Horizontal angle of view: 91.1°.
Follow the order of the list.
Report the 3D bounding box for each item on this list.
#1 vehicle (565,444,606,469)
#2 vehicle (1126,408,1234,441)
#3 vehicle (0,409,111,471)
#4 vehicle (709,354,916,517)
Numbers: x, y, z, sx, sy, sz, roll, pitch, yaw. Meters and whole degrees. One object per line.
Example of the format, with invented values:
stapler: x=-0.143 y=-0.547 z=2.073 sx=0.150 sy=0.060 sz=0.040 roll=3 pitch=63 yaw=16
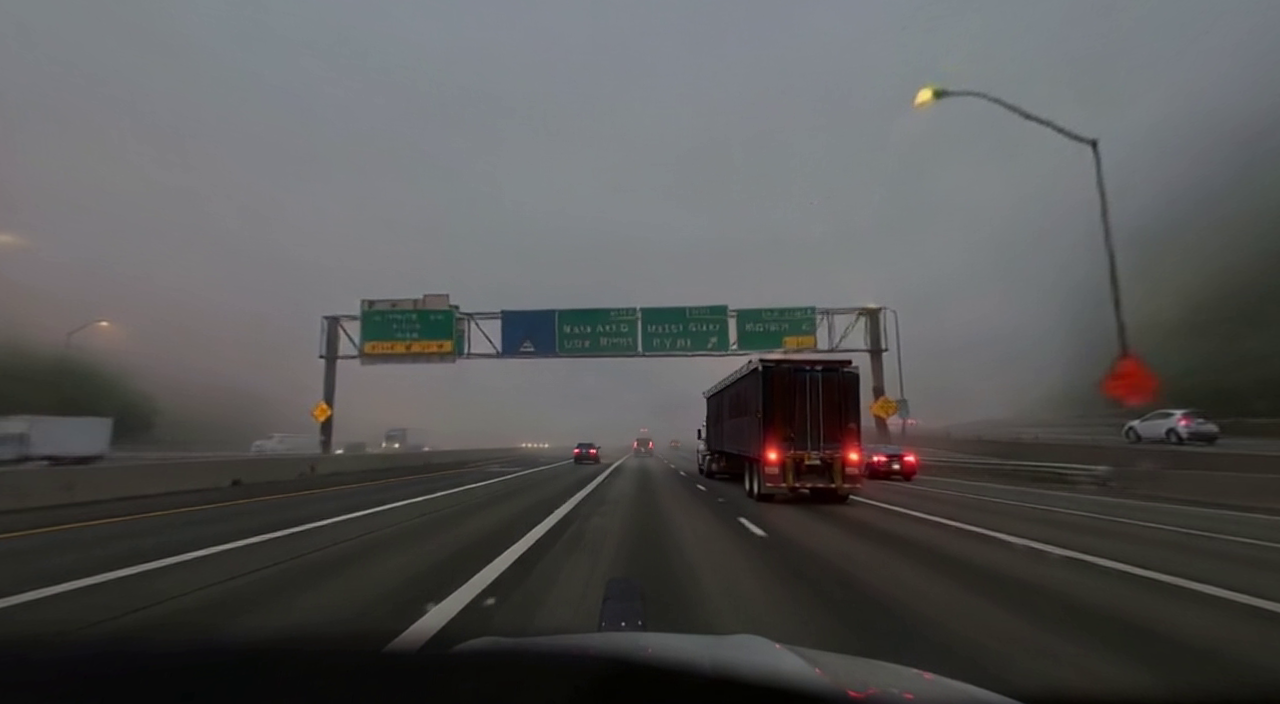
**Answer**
vehicle: x=-3.466 y=6.738 z=40.649 sx=2.143 sy=1.529 sz=4.918 roll=0 pitch=-9 yaw=1
vehicle: x=28.762 y=3.917 z=33.626 sx=1.928 sy=1.603 sz=4.315 roll=2 pitch=-7 yaw=-1
vehicle: x=-33.802 y=4.842 z=34.418 sx=2.918 sy=3.123 sz=7.412 roll=0 pitch=-9 yaw=0
vehicle: x=4.152 y=2.499 z=18.399 sx=3.049 sy=3.395 sz=10.595 roll=0 pitch=-9 yaw=0
